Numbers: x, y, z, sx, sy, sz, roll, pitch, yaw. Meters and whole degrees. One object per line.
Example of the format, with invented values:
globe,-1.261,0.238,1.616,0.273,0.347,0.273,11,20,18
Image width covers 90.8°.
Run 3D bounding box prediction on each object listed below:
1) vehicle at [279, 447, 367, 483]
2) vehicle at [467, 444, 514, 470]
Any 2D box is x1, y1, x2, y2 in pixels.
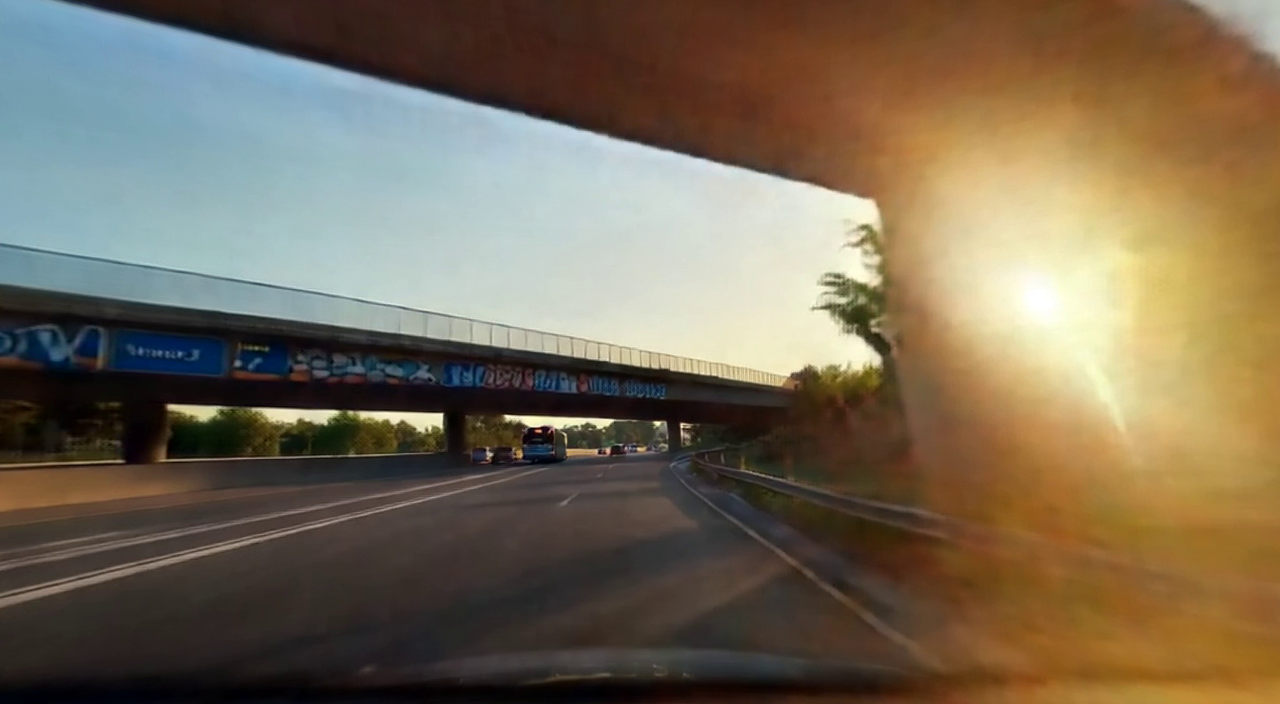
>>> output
vehicle,-14.027,5.003,28.180,1.878,1.470,3.825,0,-9,0
vehicle,-9.873,6.958,42.061,1.979,1.600,4.516,0,-9,1
